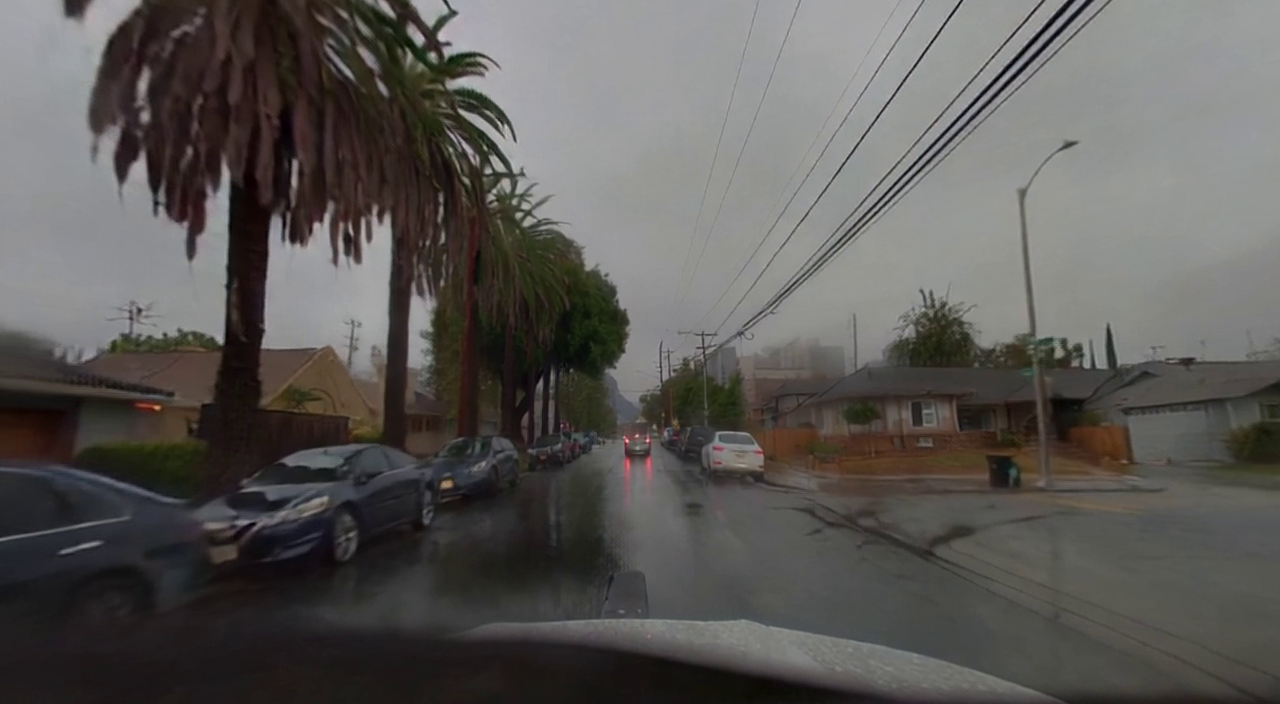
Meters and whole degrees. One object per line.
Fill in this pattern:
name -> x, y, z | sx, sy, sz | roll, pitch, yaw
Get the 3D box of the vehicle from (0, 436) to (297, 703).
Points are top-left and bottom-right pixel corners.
vehicle -> -4.100, 1.090, 2.541 | 2.157, 1.487, 5.718 | -1, -9, 1

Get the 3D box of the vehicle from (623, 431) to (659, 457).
vehicle -> 0.040, 5.632, 38.738 | 2.081, 1.483, 4.599 | 0, -9, 0

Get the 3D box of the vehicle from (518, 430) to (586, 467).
vehicle -> -3.945, 4.485, 29.451 | 2.130, 1.543, 5.386 | -1, -9, 3

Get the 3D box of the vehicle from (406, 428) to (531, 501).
vehicle -> -4.182, 2.833, 16.332 | 1.769, 1.551, 5.040 | 0, -9, 0

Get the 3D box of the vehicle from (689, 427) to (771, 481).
vehicle -> 2.920, 3.463, 21.635 | 2.060, 1.614, 4.652 | 0, -9, -1
